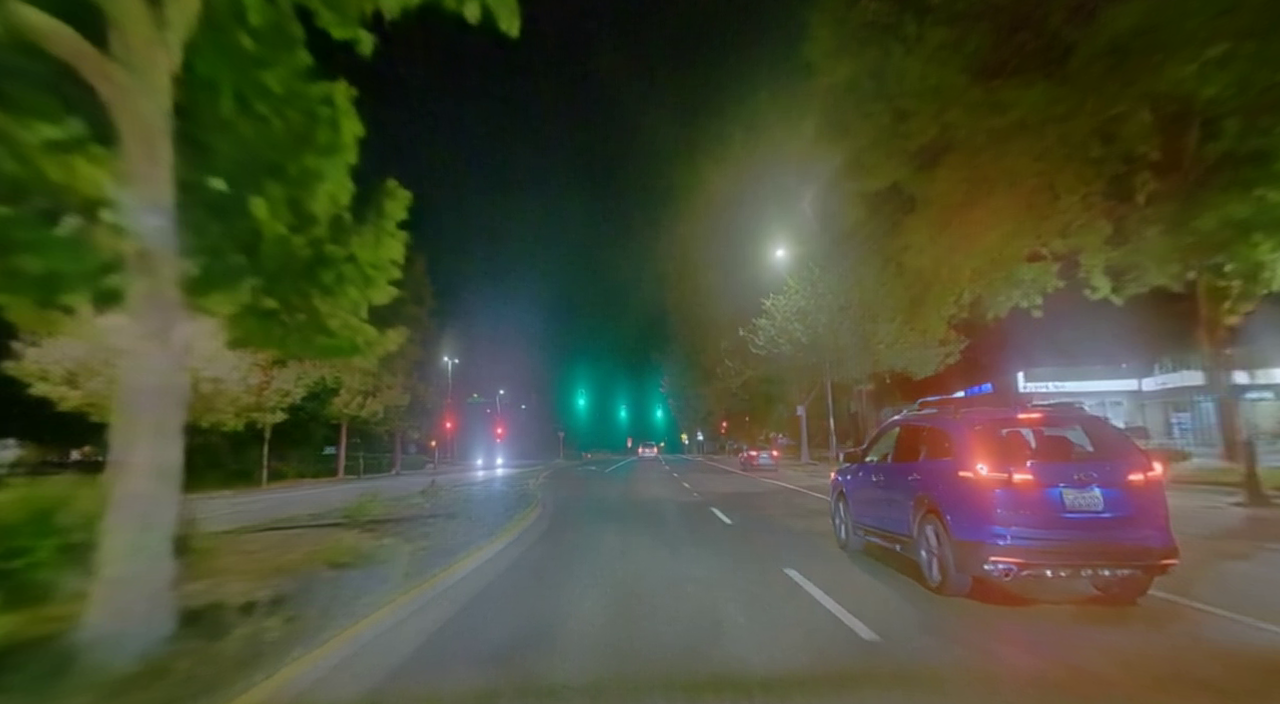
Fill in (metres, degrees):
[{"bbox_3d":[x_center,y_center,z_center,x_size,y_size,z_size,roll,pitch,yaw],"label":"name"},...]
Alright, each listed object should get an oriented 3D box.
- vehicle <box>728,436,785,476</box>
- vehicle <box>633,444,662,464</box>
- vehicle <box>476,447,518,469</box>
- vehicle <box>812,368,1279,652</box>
[{"bbox_3d":[5.698,5.130,31.350,2.085,1.828,5.383,0,-8,3],"label":"vehicle"},{"bbox_3d":[0.603,7.819,48.333,2.131,1.474,4.146,0,-8,1],"label":"vehicle"},{"bbox_3d":[-10.840,8.075,48.159,1.955,1.507,4.750,0,-8,2],"label":"vehicle"},{"bbox_3d":[3.398,1.350,6.390,2.033,1.865,4.360,0,-8,0],"label":"vehicle"}]
